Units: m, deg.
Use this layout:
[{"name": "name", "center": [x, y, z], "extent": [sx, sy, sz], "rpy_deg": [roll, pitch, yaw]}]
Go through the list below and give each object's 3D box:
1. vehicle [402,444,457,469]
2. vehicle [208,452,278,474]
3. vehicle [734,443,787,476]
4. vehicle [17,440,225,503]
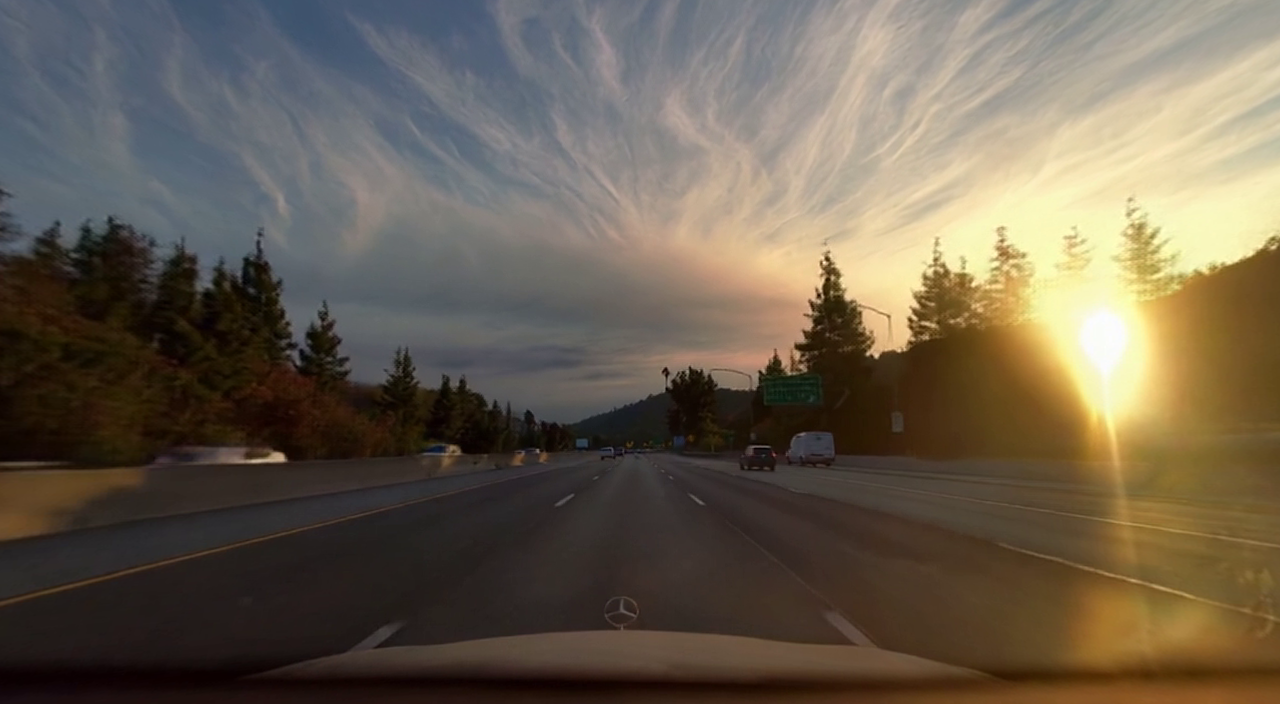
[{"name": "vehicle", "center": [-14.446, 7.232, 43.660], "extent": [2.154, 1.593, 4.857], "rpy_deg": [-1, -9, 0]}, {"name": "vehicle", "center": [-28.684, 8.013, 45.839], "extent": [2.059, 1.506, 4.721], "rpy_deg": [-1, -9, 0]}, {"name": "vehicle", "center": [6.691, 6.005, 35.457], "extent": [2.081, 1.705, 3.926], "rpy_deg": [0, -9, -1]}, {"name": "vehicle", "center": [-14.114, 3.266, 17.654], "extent": [1.983, 1.483, 4.554], "rpy_deg": [-1, -9, -1]}]
